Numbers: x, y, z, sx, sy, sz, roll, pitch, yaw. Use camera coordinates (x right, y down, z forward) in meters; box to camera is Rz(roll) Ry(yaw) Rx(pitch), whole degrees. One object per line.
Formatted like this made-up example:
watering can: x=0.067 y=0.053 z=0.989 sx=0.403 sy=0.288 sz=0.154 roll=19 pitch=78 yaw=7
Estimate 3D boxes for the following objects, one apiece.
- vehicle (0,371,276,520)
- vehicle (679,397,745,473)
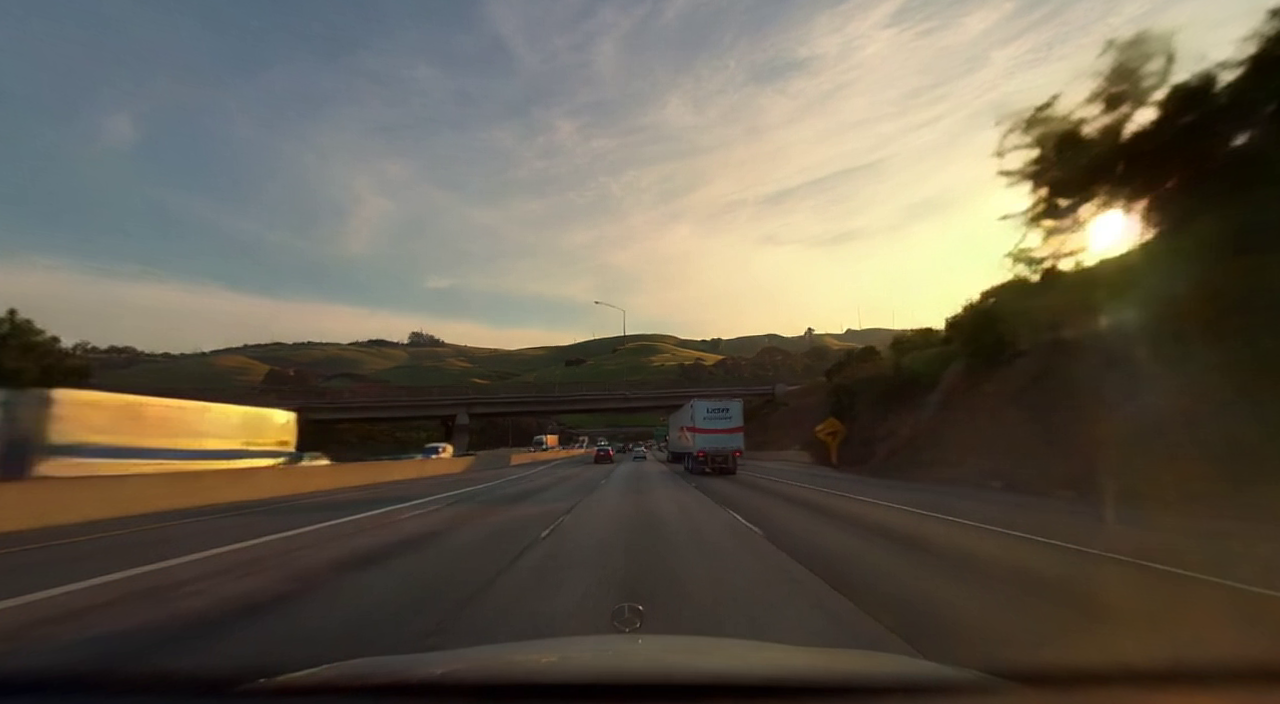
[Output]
vehicle: x=-19.241 y=3.542 z=23.525 sx=2.909 sy=4.107 sz=14.066 roll=0 pitch=-9 yaw=0
vehicle: x=4.065 y=5.053 z=37.782 sx=2.885 sy=3.992 sz=8.526 roll=0 pitch=-9 yaw=0
